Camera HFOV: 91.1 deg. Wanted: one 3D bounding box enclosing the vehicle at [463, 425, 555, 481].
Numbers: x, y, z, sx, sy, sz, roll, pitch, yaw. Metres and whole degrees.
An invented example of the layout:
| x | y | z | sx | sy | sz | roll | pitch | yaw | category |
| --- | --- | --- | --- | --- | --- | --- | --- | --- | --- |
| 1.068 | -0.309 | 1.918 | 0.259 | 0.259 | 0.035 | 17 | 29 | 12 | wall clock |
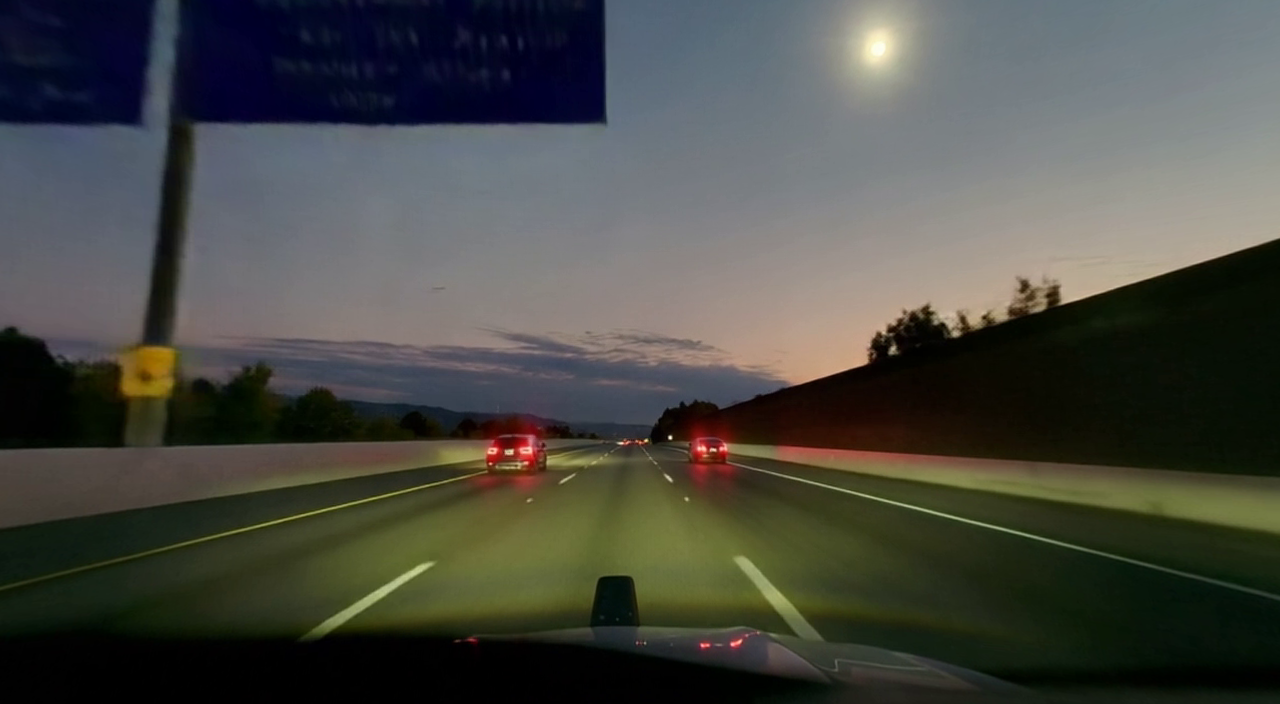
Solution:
| x | y | z | sx | sy | sz | roll | pitch | yaw | category |
| --- | --- | --- | --- | --- | --- | --- | --- | --- | --- |
| -4.241 | 3.337 | 21.128 | 2.219 | 1.660 | 4.153 | 0 | -8 | 0 | vehicle |

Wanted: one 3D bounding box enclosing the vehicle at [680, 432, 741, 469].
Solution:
| x | y | z | sx | sy | sz | roll | pitch | yaw | category |
| --- | --- | --- | --- | --- | --- | --- | --- | --- | --- |
| 3.090 | 4.402 | 28.501 | 2.077 | 1.523 | 4.539 | 0 | -8 | -2 | vehicle |
